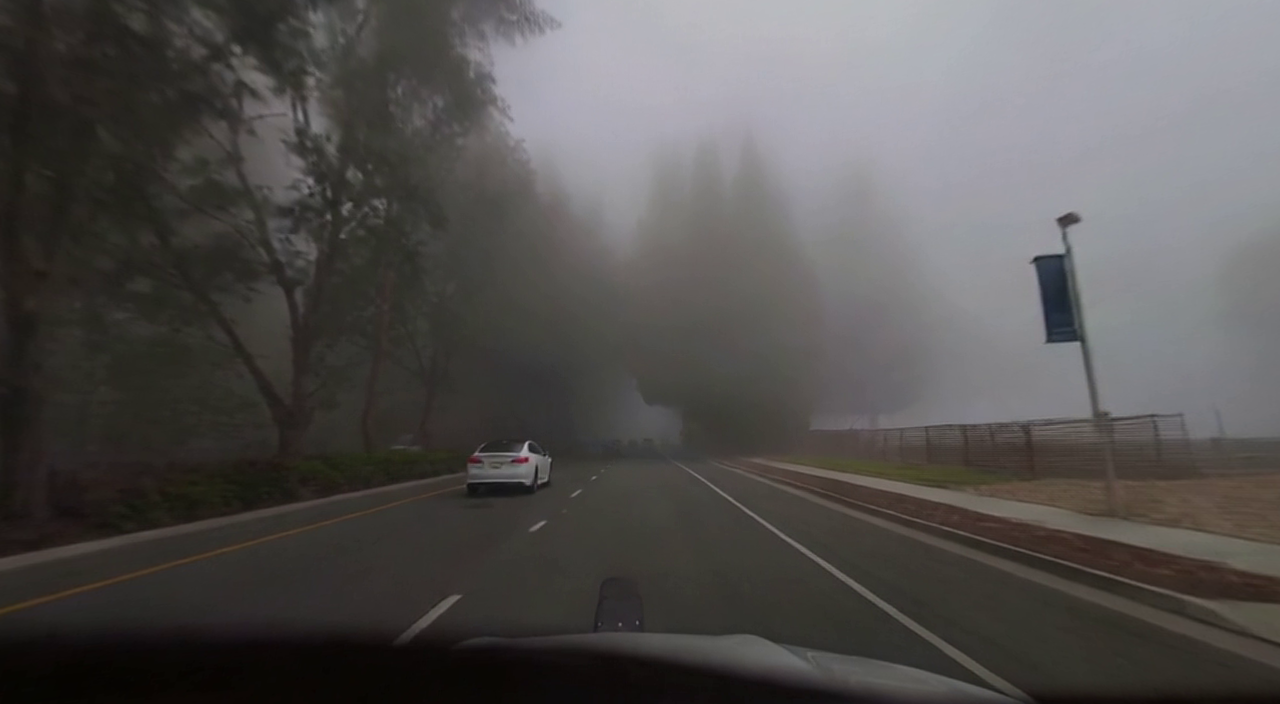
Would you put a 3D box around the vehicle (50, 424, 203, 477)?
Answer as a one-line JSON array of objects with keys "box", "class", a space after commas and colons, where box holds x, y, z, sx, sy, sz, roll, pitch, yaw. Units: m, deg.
[{"box": [-34.323, 6.624, 42.882, 2.817, 3.013, 8.966, -5, -8, 1], "class": "vehicle"}]

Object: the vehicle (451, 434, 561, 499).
[{"box": [-3.308, 2.909, 16.525, 1.870, 1.431, 4.317, 0, -8, 1], "class": "vehicle"}]
